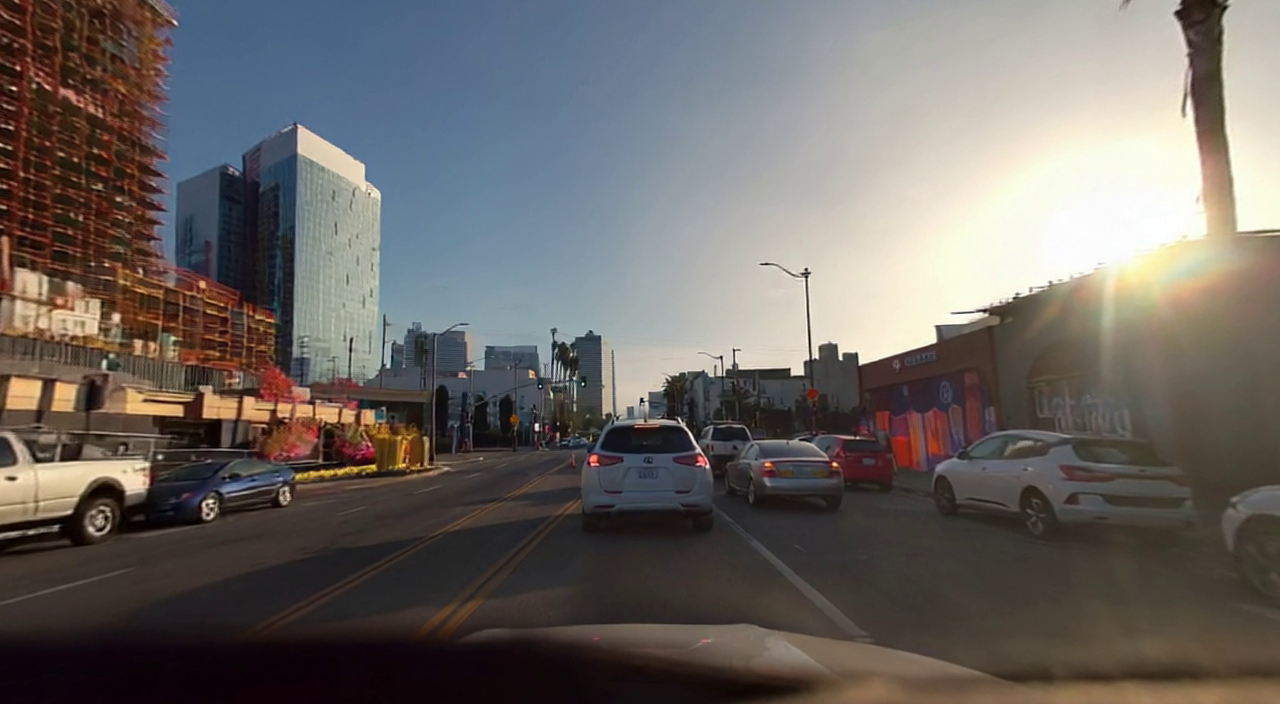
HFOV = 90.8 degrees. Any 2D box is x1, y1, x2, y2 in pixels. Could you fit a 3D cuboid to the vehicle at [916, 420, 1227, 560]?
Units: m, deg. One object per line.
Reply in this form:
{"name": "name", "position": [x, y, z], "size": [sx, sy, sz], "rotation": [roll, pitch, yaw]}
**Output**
{"name": "vehicle", "position": [6.187, 1.952, 9.819], "size": [1.819, 1.672, 4.139], "rotation": [0, -7, -1]}

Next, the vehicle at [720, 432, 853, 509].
{"name": "vehicle", "position": [3.140, 2.631, 14.487], "size": [1.999, 1.487, 3.939], "rotation": [0, -8, -2]}

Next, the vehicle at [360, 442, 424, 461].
{"name": "vehicle", "position": [-19.402, 7.781, 49.590], "size": [1.759, 1.457, 4.297], "rotation": [-7, -11, 38]}

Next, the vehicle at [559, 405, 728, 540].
{"name": "vehicle", "position": [0.026, 1.930, 10.671], "size": [2.264, 1.798, 4.258], "rotation": [0, -8, 0]}

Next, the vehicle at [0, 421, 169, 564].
{"name": "vehicle", "position": [-9.991, 2.063, 8.784], "size": [2.294, 1.948, 6.025], "rotation": [-6, -10, 0]}

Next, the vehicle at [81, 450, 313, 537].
{"name": "vehicle", "position": [-9.827, 3.113, 14.619], "size": [2.054, 1.467, 4.595], "rotation": [-3, -7, 1]}
